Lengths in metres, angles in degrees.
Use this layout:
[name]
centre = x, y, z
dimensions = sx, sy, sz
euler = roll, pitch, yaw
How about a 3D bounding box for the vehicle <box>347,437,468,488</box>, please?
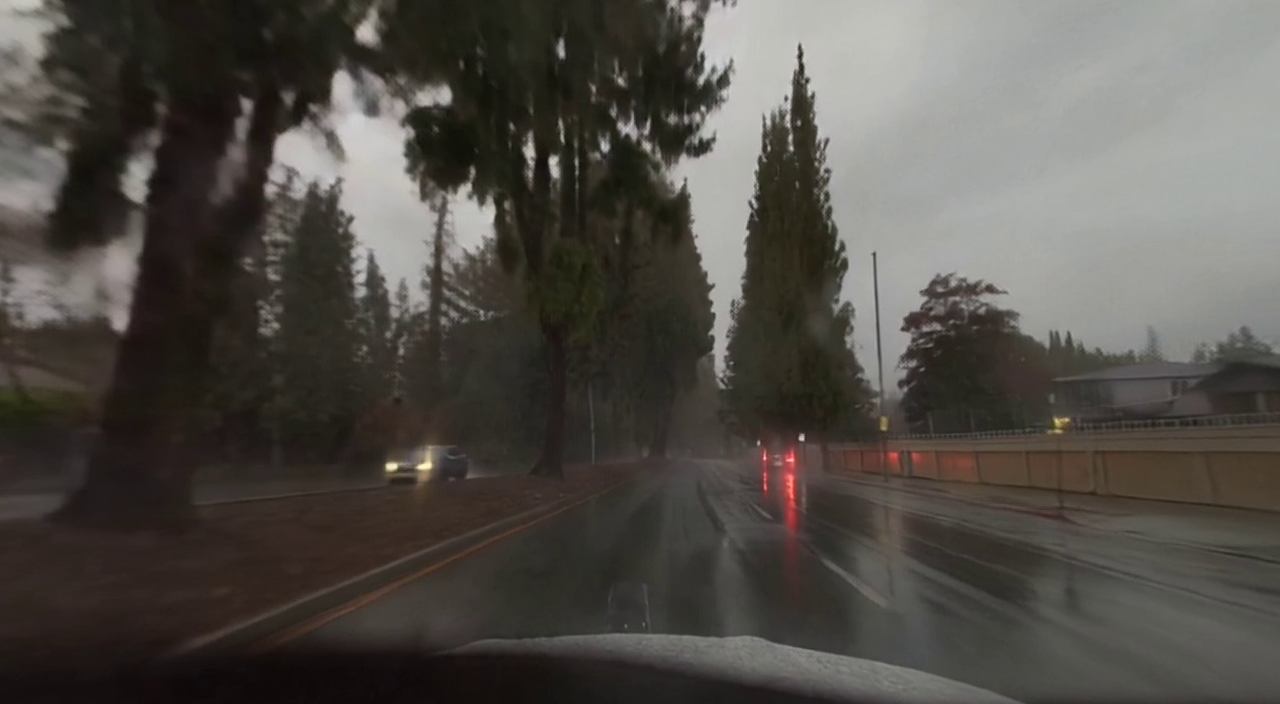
[vehicle]
centre = -8.204, 3.937, 22.839
dimensions = 2.261, 1.655, 4.613
euler = -1, -8, 6
